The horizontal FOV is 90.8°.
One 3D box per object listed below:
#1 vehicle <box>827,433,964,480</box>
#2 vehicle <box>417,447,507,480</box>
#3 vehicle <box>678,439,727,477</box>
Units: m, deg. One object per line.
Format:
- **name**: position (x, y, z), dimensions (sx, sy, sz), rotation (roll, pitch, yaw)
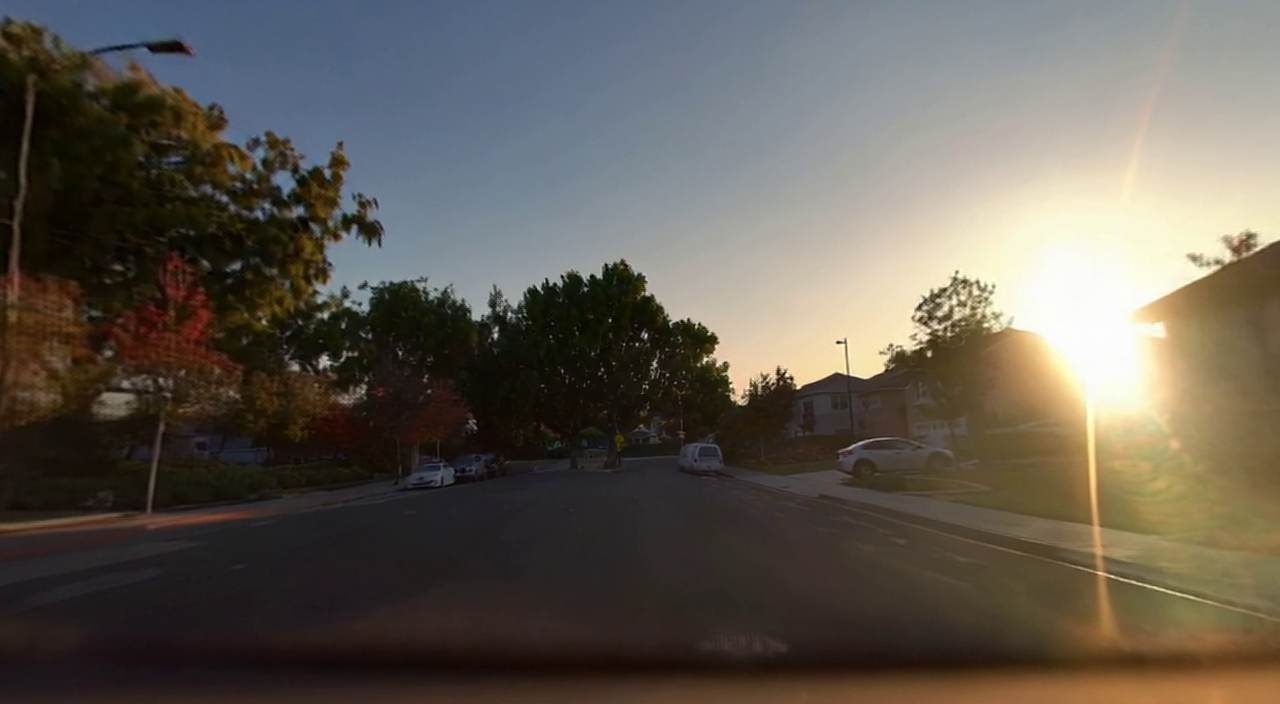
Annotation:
- **vehicle**: position (10.405, 4.275, 25.991), dimensions (4.733, 1.843, 2.005), rotation (0, -9, 1)
- **vehicle**: position (-10.389, 6.486, 37.061), dimensions (4.620, 1.695, 2.004), rotation (5, -11, -39)
- **vehicle**: position (3.347, 5.802, 34.834), dimensions (2.051, 1.925, 4.625), rotation (0, -9, -3)
